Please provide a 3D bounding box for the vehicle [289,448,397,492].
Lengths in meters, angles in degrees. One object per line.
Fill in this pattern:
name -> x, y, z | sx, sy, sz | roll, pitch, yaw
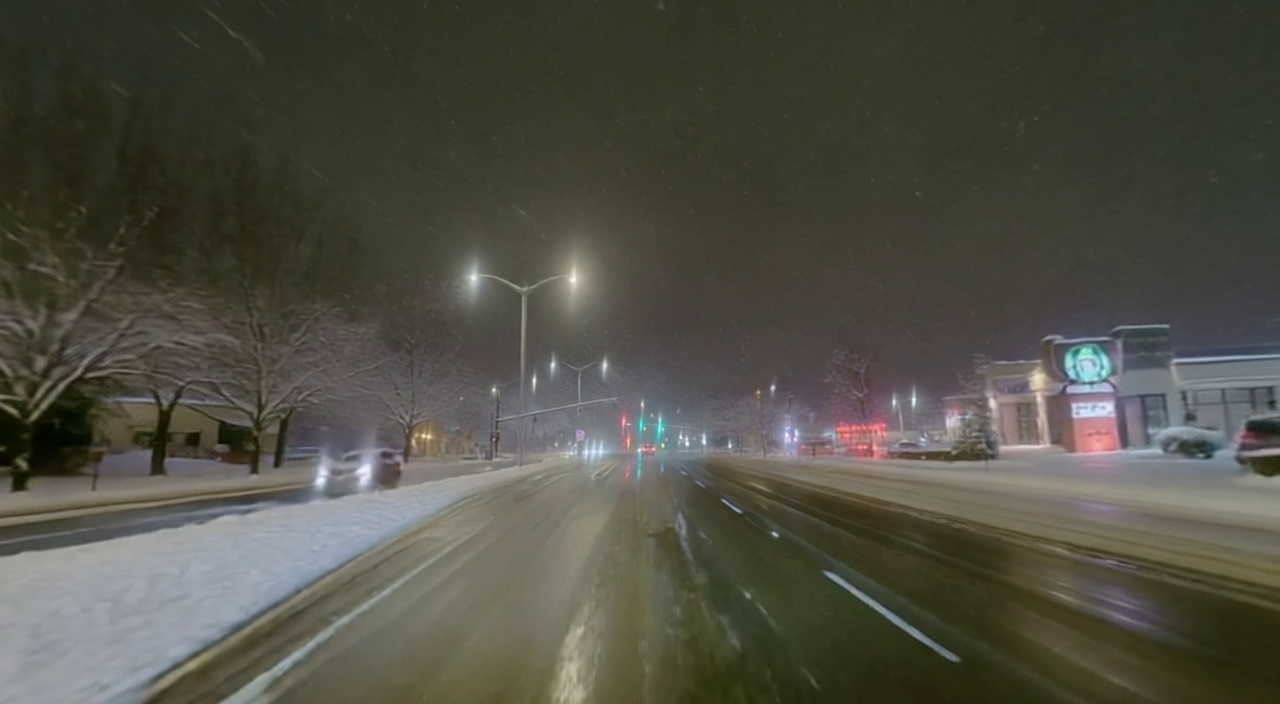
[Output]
vehicle -> -10.938, 4.344, 23.709 | 1.929, 1.476, 4.590 | 0, -9, -2
